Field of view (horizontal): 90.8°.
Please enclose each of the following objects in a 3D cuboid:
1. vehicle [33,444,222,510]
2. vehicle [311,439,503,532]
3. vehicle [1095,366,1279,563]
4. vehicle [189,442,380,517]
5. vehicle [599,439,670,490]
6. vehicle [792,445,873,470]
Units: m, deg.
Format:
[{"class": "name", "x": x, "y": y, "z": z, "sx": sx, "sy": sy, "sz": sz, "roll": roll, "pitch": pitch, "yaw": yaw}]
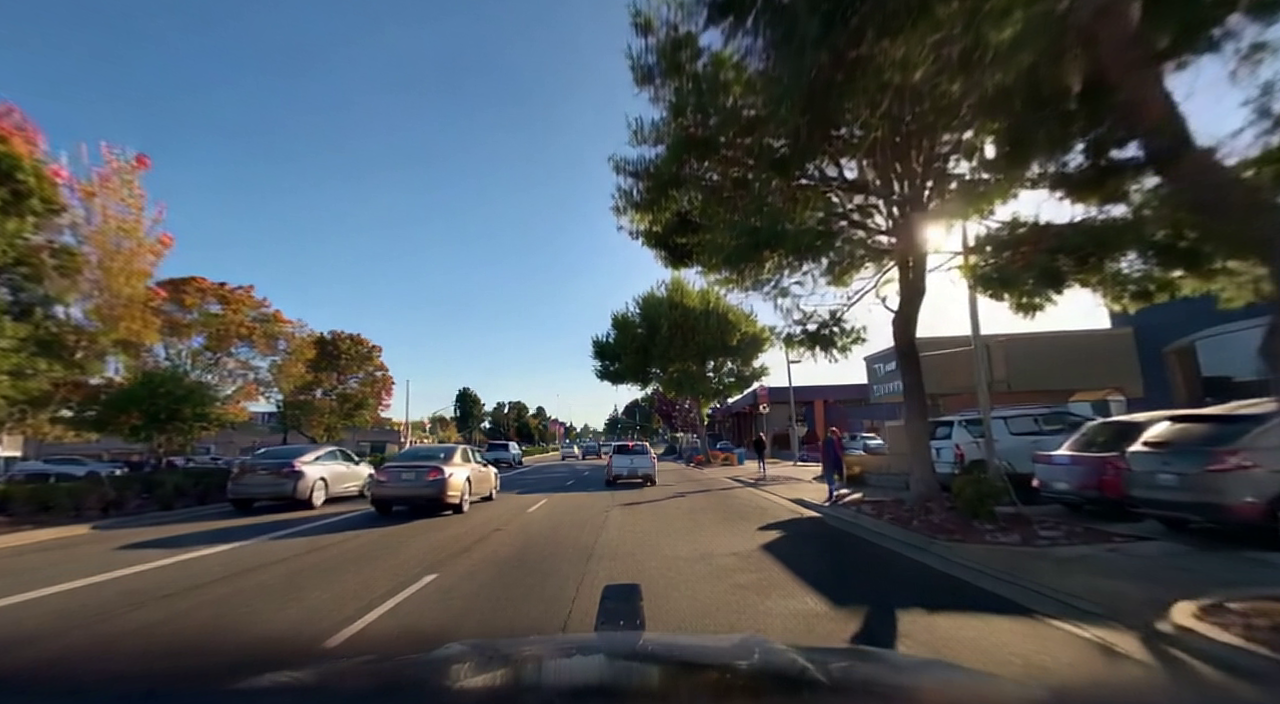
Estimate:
[{"class": "vehicle", "x": -16.488, "y": 3.984, "z": 20.819, "sx": 2.090, "sy": 1.850, "sz": 5.013, "roll": -1, "pitch": -9, "yaw": -1}, {"class": "vehicle", "x": -4.226, "y": 2.490, "z": 12.498, "sx": 1.973, "sy": 1.456, "sz": 4.850, "roll": 0, "pitch": -9, "yaw": 0}, {"class": "vehicle", "x": 8.764, "y": 1.243, "z": 7.033, "sx": 5.526, "sy": 1.833, "sz": 2.354, "roll": 0, "pitch": -10, "yaw": -1}, {"class": "vehicle", "x": -7.939, "y": 2.860, "z": 14.682, "sx": 2.009, "sy": 1.470, "sz": 4.179, "roll": 0, "pitch": -9, "yaw": 0}, {"class": "vehicle", "x": -0.232, "y": 3.584, "z": 20.418, "sx": 2.061, "sy": 1.469, "sz": 3.954, "roll": 0, "pitch": -9, "yaw": -2}, {"class": "vehicle", "x": 13.340, "y": 7.324, "z": 43.971, "sx": 4.877, "sy": 1.603, "sz": 2.197, "roll": 0, "pitch": -9, "yaw": 0}]
